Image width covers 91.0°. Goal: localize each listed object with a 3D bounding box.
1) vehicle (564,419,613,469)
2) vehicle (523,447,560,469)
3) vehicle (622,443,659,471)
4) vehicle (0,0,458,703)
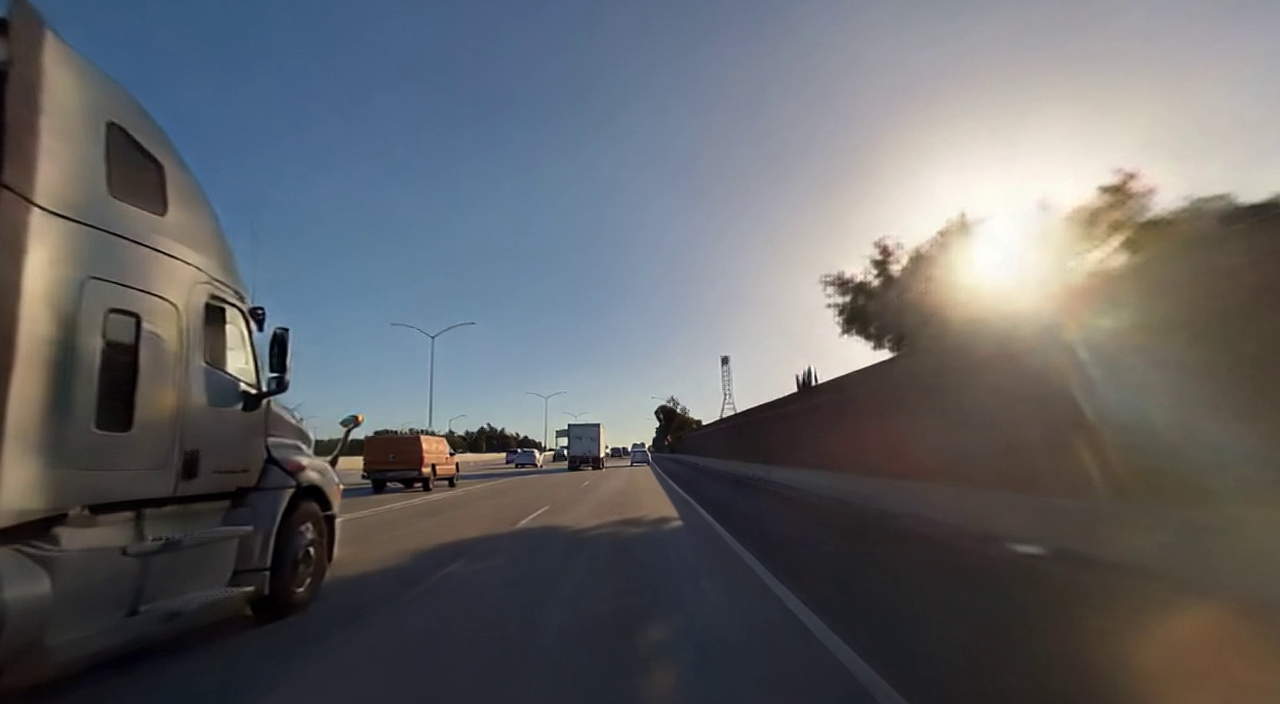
[{"bbox_3d":[-3.671,6.928,47.133,2.956,3.331,9.575,0,-9,-1],"label":"vehicle"},{"bbox_3d":[-7.240,7.830,46.615,1.962,1.489,4.002,0,-9,1],"label":"vehicle"},{"bbox_3d":[0.052,6.404,38.589,2.178,1.640,4.071,0,-9,1],"label":"vehicle"},{"bbox_3d":[-3.690,0.218,2.448,3.025,3.266,9.256,0,-9,1],"label":"vehicle"}]
